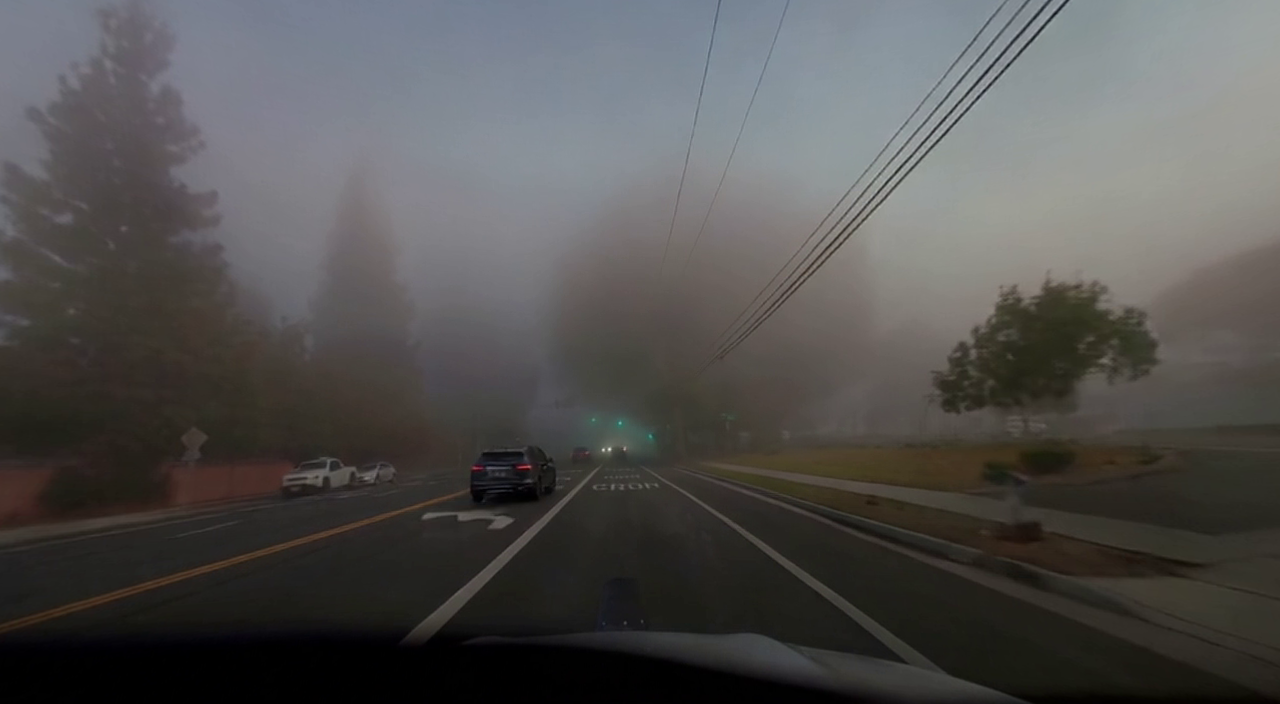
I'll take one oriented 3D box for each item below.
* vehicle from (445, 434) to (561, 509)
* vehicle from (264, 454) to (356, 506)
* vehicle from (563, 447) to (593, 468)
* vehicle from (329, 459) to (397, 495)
[{"bbox_3d":[-3.455,3.115,16.941,2.084,1.701,4.734,0,-8,0],"label":"vehicle"},{"bbox_3d":[-14.792,5.705,28.605,1.972,1.887,4.777,-3,-7,-5],"label":"vehicle"},{"bbox_3d":[-4.838,8.277,49.625,2.060,1.530,4.121,0,-8,-1],"label":"vehicle"},{"bbox_3d":[-15.065,6.779,34.500,1.860,1.490,4.542,-4,-7,-2],"label":"vehicle"}]
